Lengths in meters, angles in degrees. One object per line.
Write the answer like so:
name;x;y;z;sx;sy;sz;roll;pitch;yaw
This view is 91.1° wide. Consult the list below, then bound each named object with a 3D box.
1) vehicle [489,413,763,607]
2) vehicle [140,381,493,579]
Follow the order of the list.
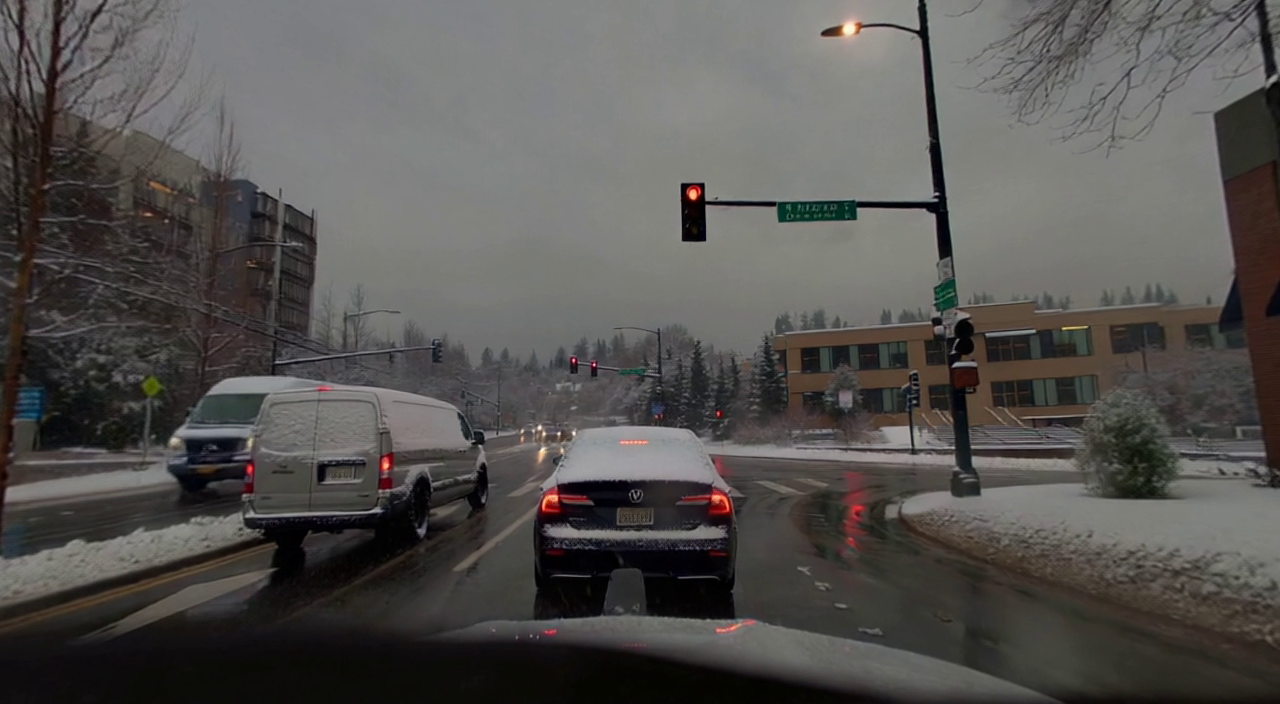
vehicle;-0.112;1.462;6.780;2.064;1.452;3.942;0;-8;0
vehicle;-3.583;1.515;8.409;2.076;1.820;5.100;0;-8;-1
